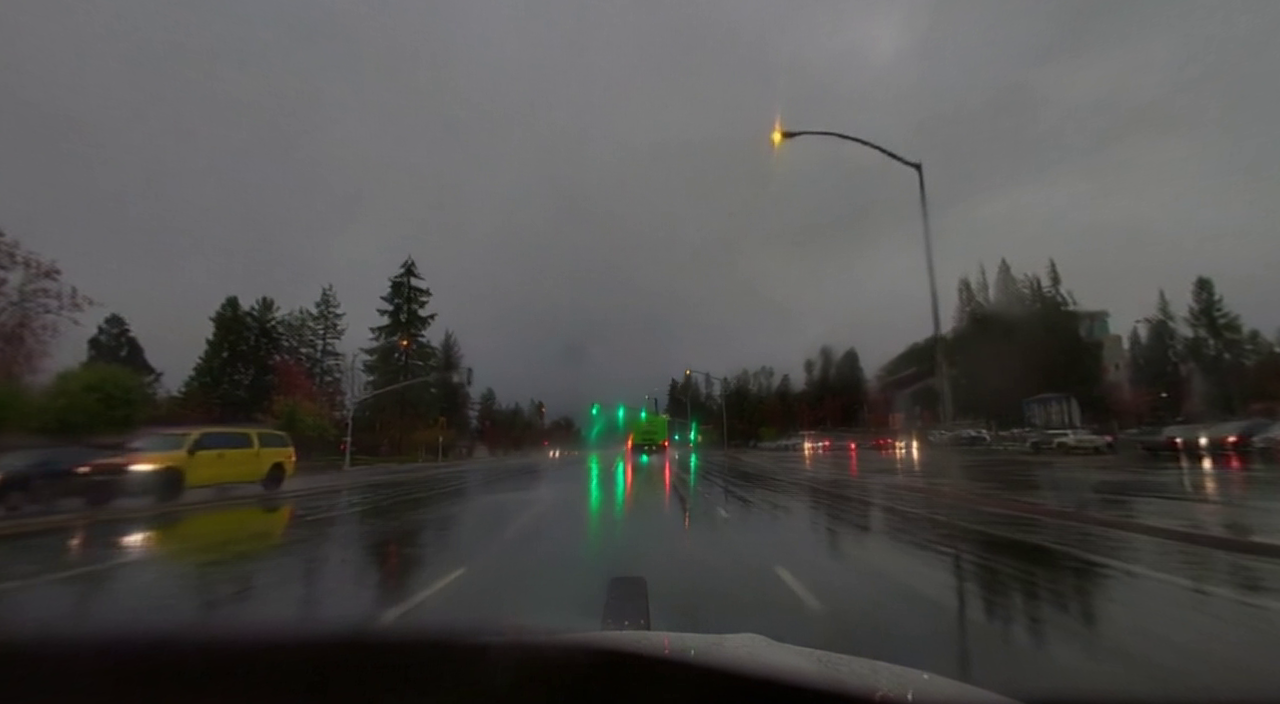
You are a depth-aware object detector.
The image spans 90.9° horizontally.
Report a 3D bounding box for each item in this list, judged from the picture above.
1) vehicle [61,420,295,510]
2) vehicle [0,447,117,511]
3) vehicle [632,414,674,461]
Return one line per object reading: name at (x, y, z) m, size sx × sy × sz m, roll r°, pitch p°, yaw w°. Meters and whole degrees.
vehicle at (-11.514, 2.841, 16.358) m, size 2.155 × 1.941 × 4.977 m, roll 0°, pitch -8°, yaw 2°
vehicle at (-19.392, 3.831, 19.354) m, size 2.165 × 1.795 × 5.003 m, roll 0°, pitch -8°, yaw 3°
vehicle at (0.838, 6.467, 47.157) m, size 2.843 × 3.120 × 10.422 m, roll 0°, pitch -8°, yaw 0°
